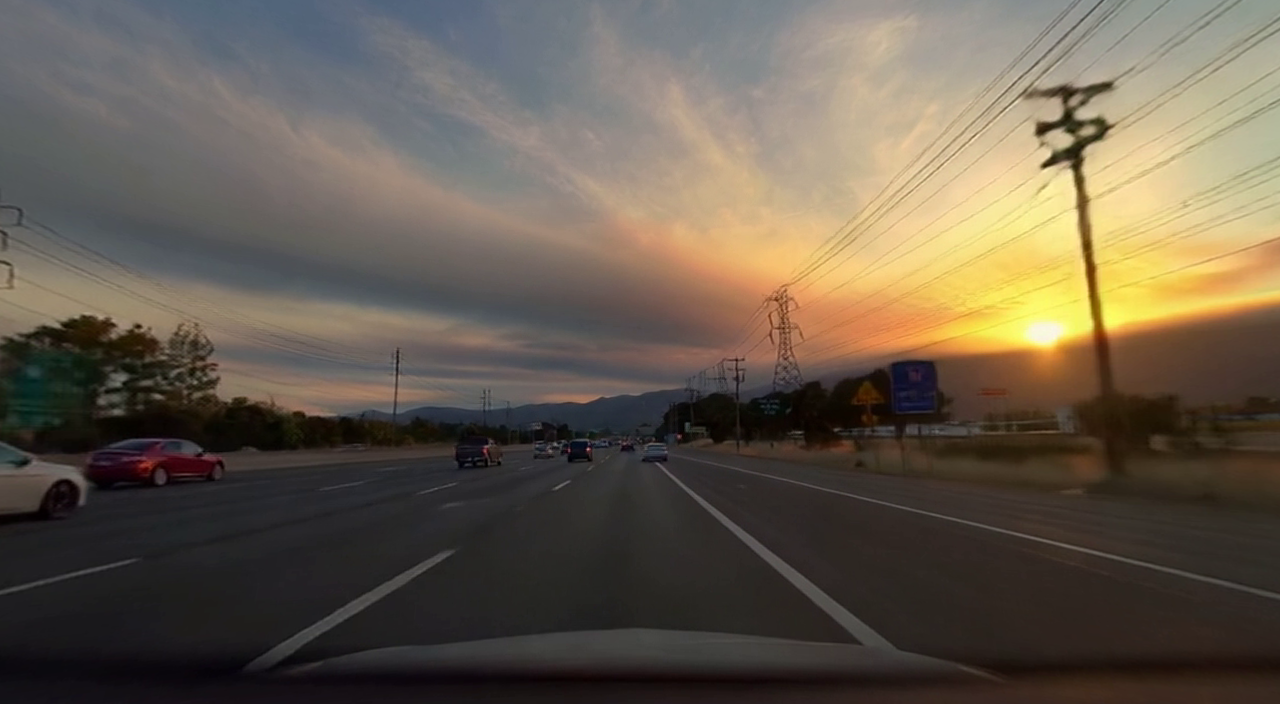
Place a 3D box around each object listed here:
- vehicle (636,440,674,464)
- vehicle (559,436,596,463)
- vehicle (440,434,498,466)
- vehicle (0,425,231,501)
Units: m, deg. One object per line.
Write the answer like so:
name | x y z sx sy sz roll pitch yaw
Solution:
vehicle | 0.882 6.324 39.974 2.015 1.391 3.897 0 -9 -4
vehicle | -4.158 6.561 42.640 2.121 1.673 4.443 0 -9 -1
vehicle | -10.401 5.985 38.850 2.115 1.799 5.444 0 -9 -1
vehicle | -13.844 2.921 17.014 2.257 1.727 5.036 0 -9 0
